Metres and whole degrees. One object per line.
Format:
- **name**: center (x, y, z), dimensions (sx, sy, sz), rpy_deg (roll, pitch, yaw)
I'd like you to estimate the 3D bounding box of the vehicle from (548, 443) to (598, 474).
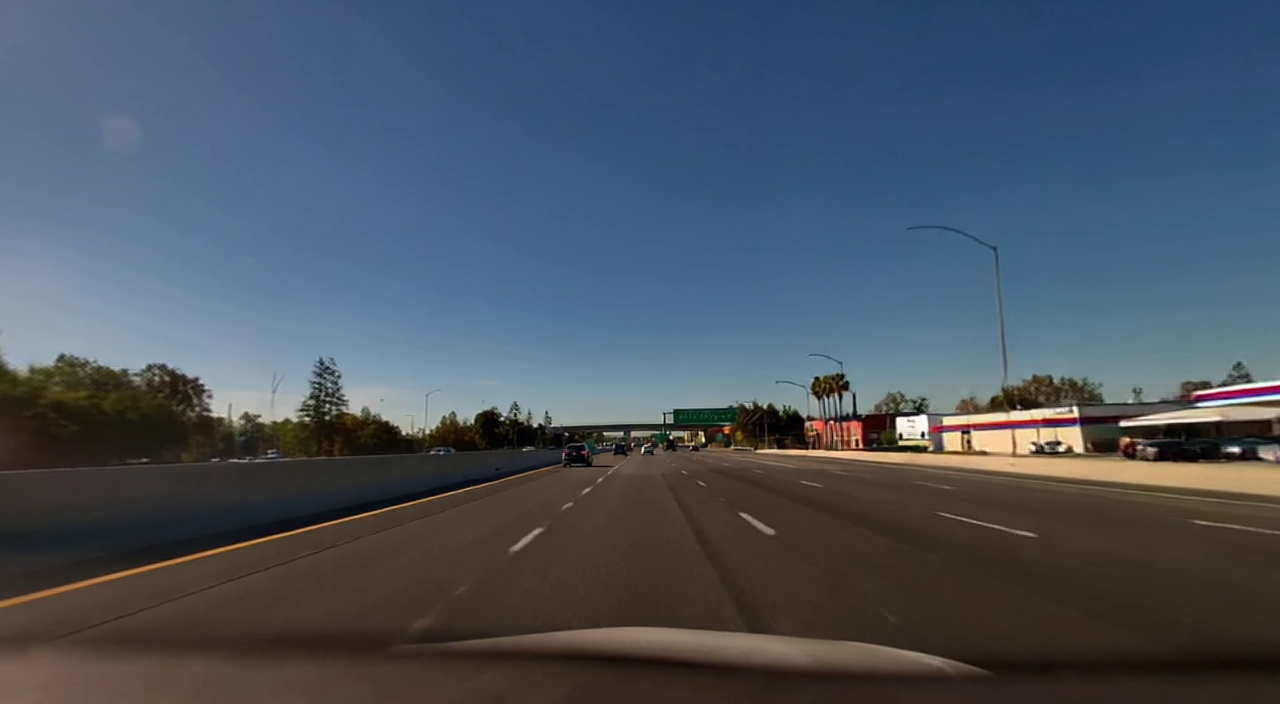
- **vehicle**: center (-3.386, 5.498, 32.752), dimensions (2.114, 1.510, 4.186), rpy_deg (-1, -9, 1)
